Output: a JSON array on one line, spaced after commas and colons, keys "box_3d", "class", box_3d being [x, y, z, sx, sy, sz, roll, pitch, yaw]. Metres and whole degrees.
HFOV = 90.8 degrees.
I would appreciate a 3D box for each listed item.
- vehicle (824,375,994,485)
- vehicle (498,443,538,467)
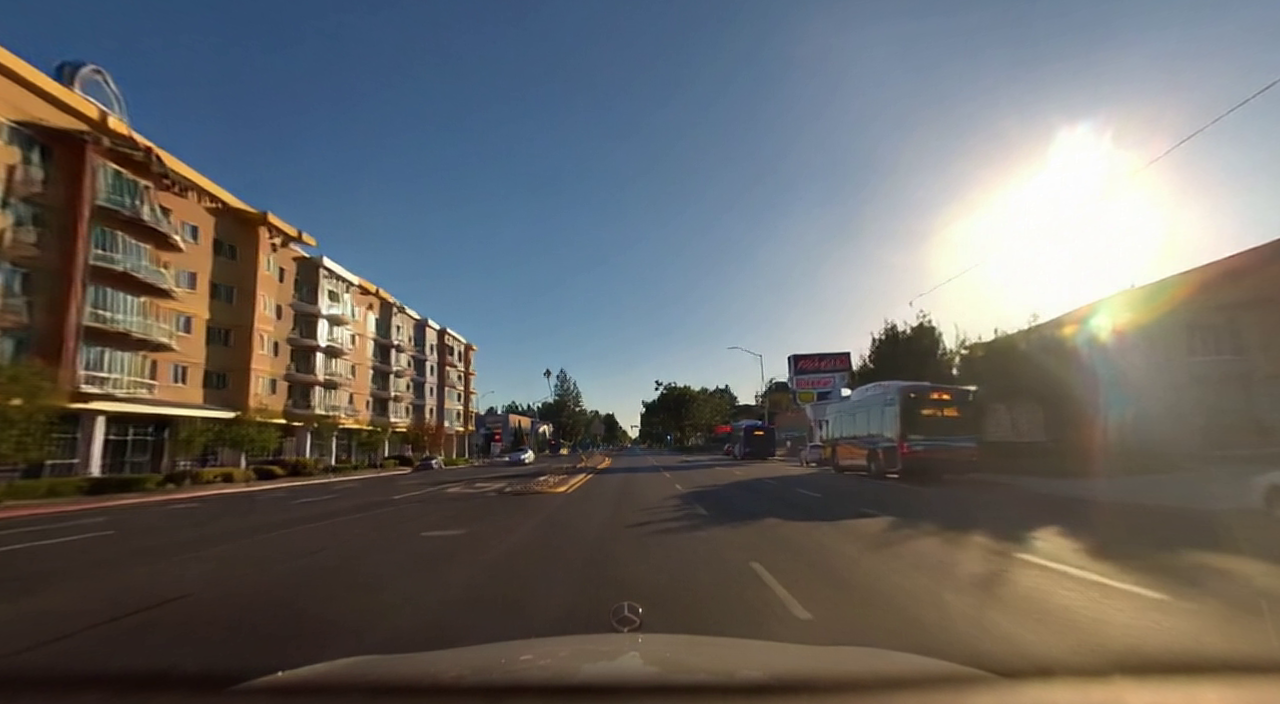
[{"box_3d": [9.921, 3.090, 24.596, 2.897, 3.584, 7.857, 0, -8, -2], "class": "vehicle"}, {"box_3d": [-8.984, 7.580, 46.855, 1.939, 1.643, 4.975, 0, -8, 1], "class": "vehicle"}]
